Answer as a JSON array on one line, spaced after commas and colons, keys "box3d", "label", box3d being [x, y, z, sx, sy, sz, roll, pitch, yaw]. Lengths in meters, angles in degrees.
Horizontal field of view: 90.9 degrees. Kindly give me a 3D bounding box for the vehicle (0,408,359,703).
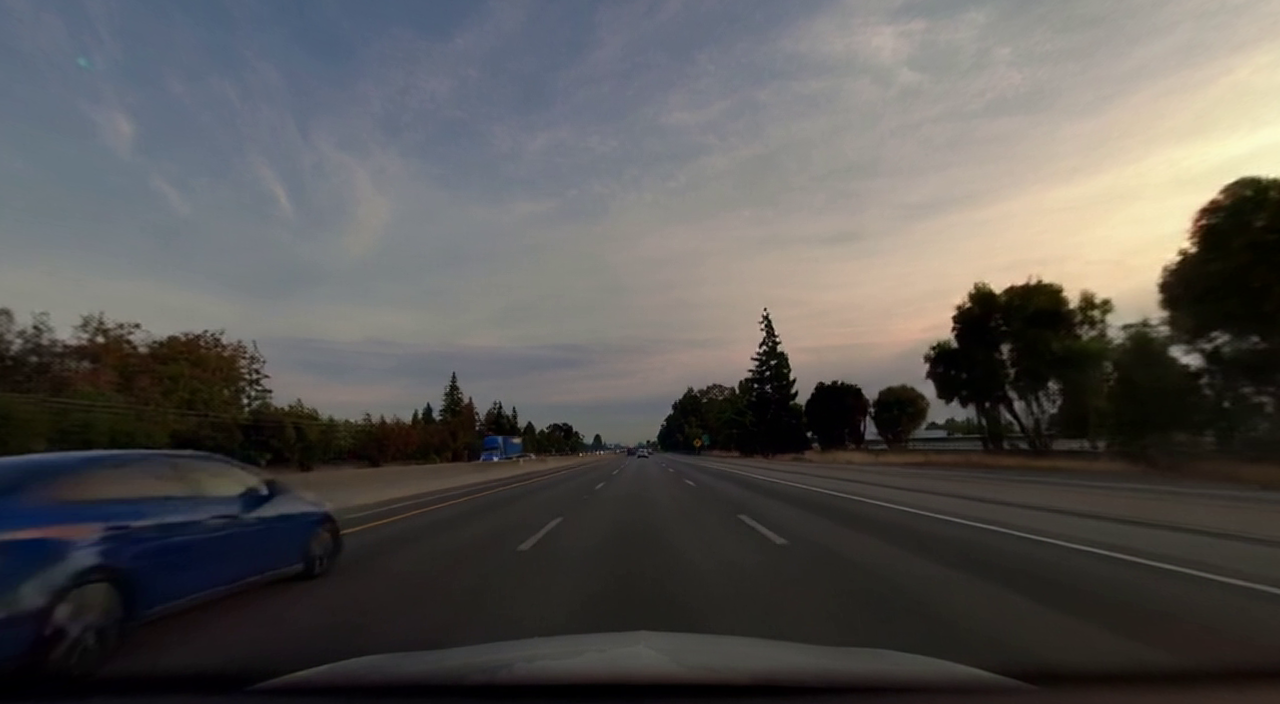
[{"box3d": [-4.178, 1.219, 4.157, 2.128, 1.521, 5.409, 0, -9, 0], "label": "vehicle"}]
